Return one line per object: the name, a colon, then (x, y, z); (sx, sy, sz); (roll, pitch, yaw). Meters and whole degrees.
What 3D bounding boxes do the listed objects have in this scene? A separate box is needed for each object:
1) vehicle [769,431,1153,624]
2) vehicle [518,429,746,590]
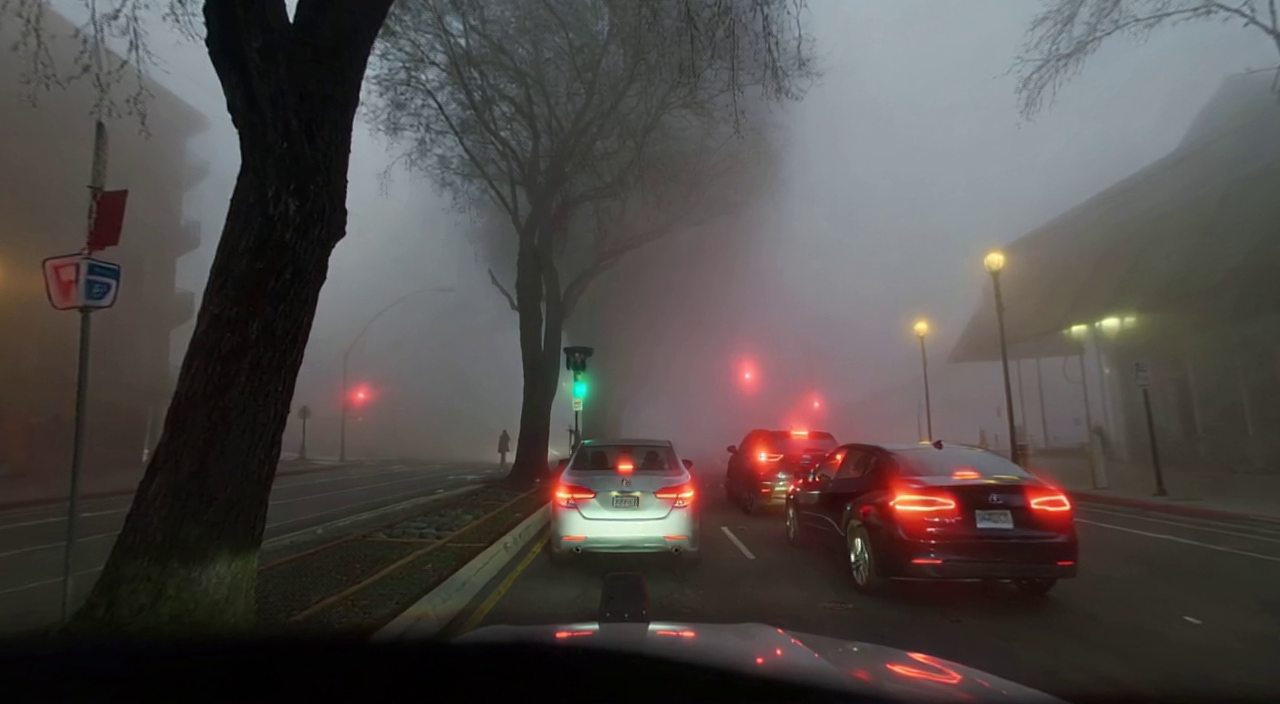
vehicle: (2.907, 1.654, 7.002); (1.893, 1.446, 4.270); (0, -8, -2)
vehicle: (-0.090, 1.757, 7.928); (2.087, 1.456, 4.143); (0, -8, 0)
